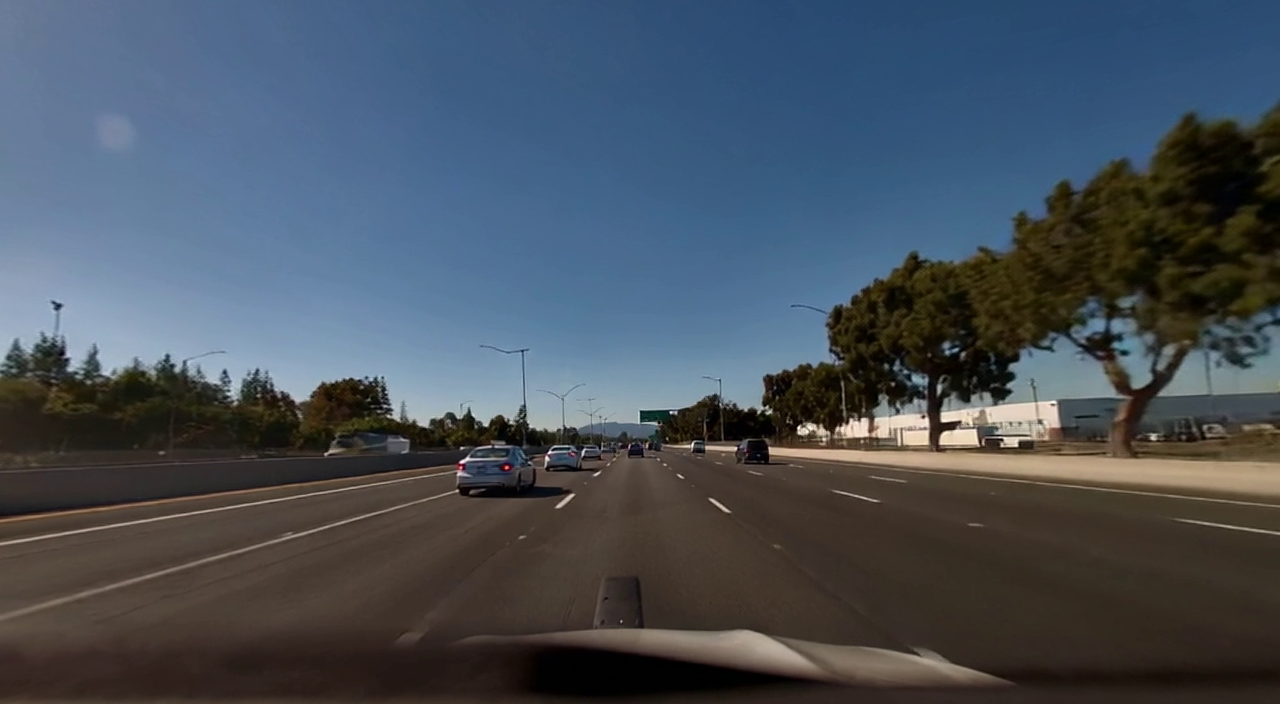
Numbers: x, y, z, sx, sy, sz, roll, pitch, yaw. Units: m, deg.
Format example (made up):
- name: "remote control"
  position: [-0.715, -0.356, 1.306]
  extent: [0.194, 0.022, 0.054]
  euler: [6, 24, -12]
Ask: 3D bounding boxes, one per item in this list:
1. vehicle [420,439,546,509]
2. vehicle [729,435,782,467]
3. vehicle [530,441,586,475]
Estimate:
- name: "vehicle"
  position: [-3.598, 2.882, 15.362]
  extent: [1.959, 1.433, 4.291]
  euler: [0, -9, 0]
- name: "vehicle"
  position: [6.867, 5.948, 37.974]
  extent: [2.147, 1.769, 4.666]
  euler: [0, -9, -2]
- name: "vehicle"
  position: [-3.910, 5.138, 30.819]
  extent: [2.047, 1.469, 4.614]
  euler: [0, -9, 1]
